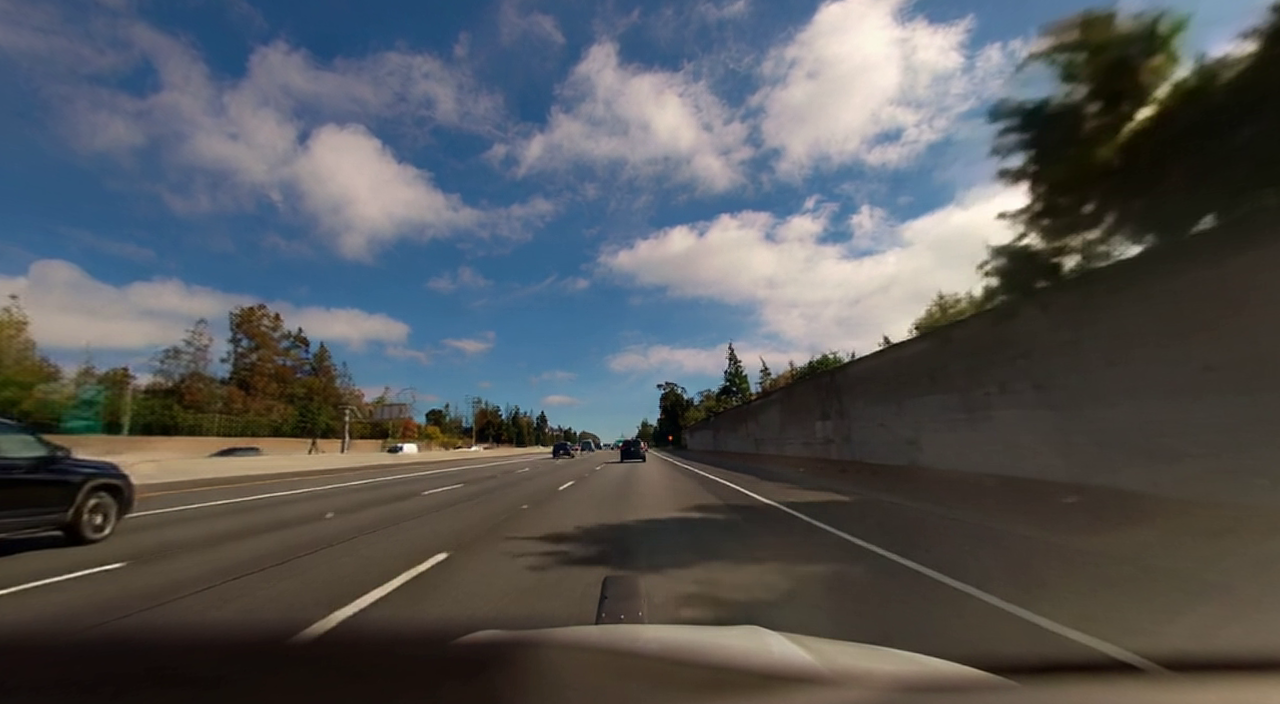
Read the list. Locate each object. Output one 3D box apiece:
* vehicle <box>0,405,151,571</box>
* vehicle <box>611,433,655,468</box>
[{"bbox_3d":[-7.741,1.373,6.248,2.166,1.705,4.433,0,-9,0],"label":"vehicle"},{"bbox_3d":[-0.325,5.182,33.087,2.141,1.706,4.065,0,-9,1],"label":"vehicle"}]
